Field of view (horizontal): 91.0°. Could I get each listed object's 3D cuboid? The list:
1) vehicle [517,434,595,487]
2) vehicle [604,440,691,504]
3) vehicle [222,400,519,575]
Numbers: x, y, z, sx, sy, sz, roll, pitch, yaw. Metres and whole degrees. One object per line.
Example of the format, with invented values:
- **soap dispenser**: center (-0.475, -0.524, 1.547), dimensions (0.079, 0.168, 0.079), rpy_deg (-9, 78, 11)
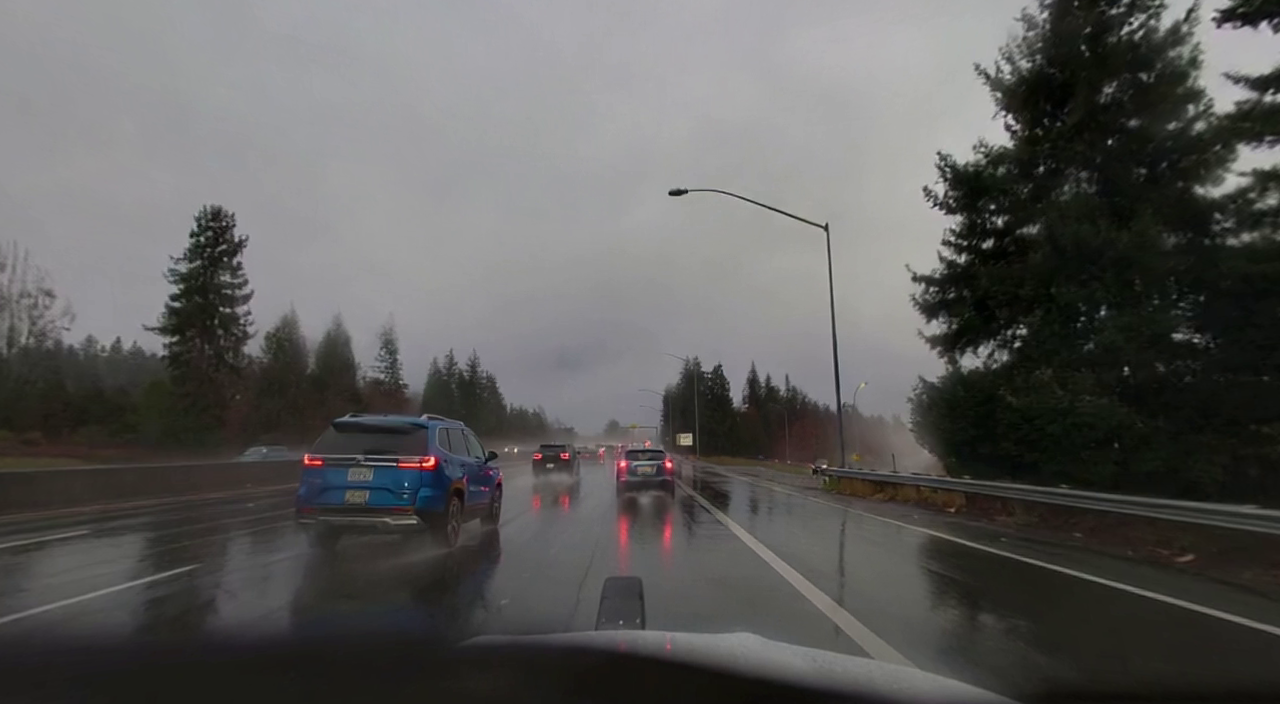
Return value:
- **vehicle**: center (-3.028, 4.053, 23.753), dimensions (2.125, 1.771, 4.721), rpy_deg (0, -9, 2)
- **vehicle**: center (0.151, 3.175, 17.056), dimensions (2.068, 1.488, 4.045), rpy_deg (0, -9, 0)
- **vehicle**: center (-3.206, 1.713, 8.653), dimensions (2.123, 1.798, 4.108), rpy_deg (0, -9, 2)
